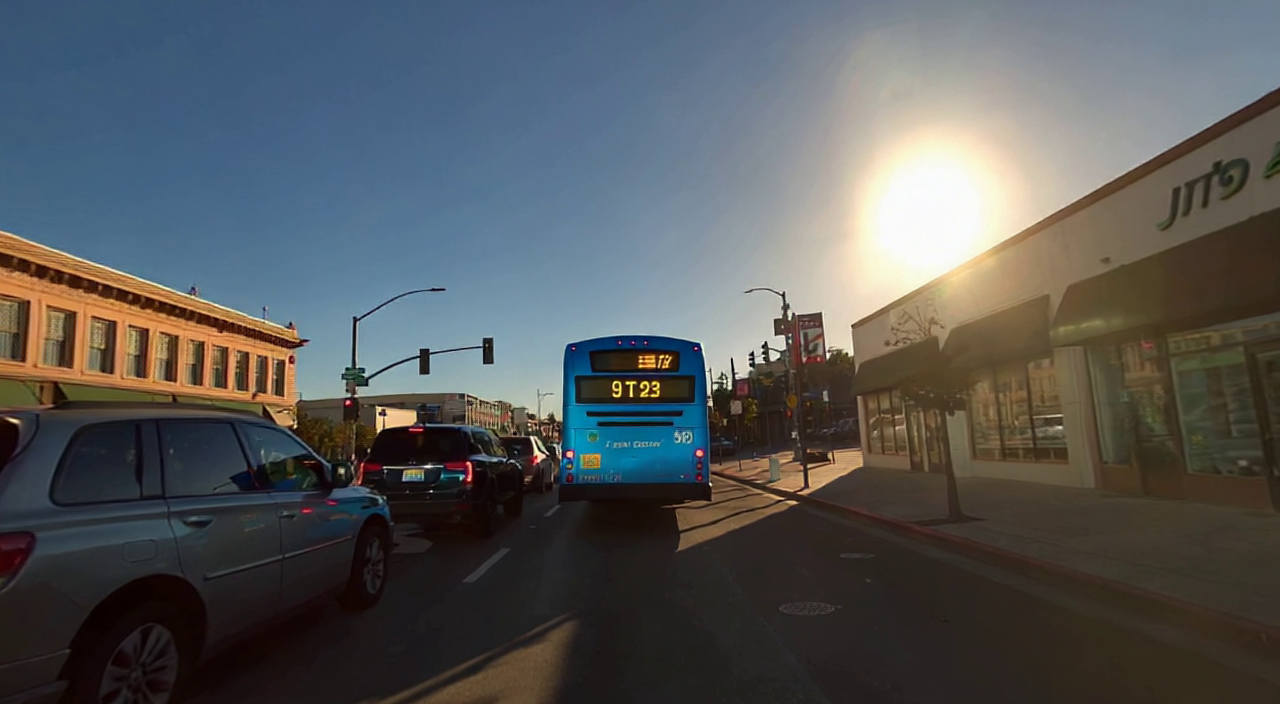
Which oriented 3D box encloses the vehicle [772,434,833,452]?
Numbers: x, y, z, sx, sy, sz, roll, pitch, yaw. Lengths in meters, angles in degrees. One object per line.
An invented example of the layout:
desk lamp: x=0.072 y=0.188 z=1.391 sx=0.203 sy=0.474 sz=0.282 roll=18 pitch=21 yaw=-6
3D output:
vehicle: x=11.954 y=6.733 z=46.669 sx=3.949 sy=1.337 sz=1.738 roll=1 pitch=-9 yaw=-4

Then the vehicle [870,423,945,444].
vehicle: x=19.958 y=6.106 z=47.202 sx=4.827 sy=1.555 sz=1.863 roll=1 pitch=-9 yaw=-6

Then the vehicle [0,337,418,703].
vehicle: x=-3.214 y=1.091 z=3.978 sx=2.020 sy=1.725 sz=4.384 roll=0 pitch=-8 yaw=0

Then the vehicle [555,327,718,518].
vehicle: x=-0.294 y=1.991 z=16.525 sx=2.938 sy=3.468 sz=9.972 roll=0 pitch=-9 yaw=-3

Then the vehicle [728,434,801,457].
vehicle: x=8.602 y=6.476 z=43.661 sx=4.774 sy=1.492 sz=1.802 roll=-2 pitch=-9 yaw=13

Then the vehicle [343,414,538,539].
vehicle: x=-3.344 y=2.198 z=11.770 sx=2.096 sy=1.828 sz=4.669 roll=0 pitch=-8 yaw=0
